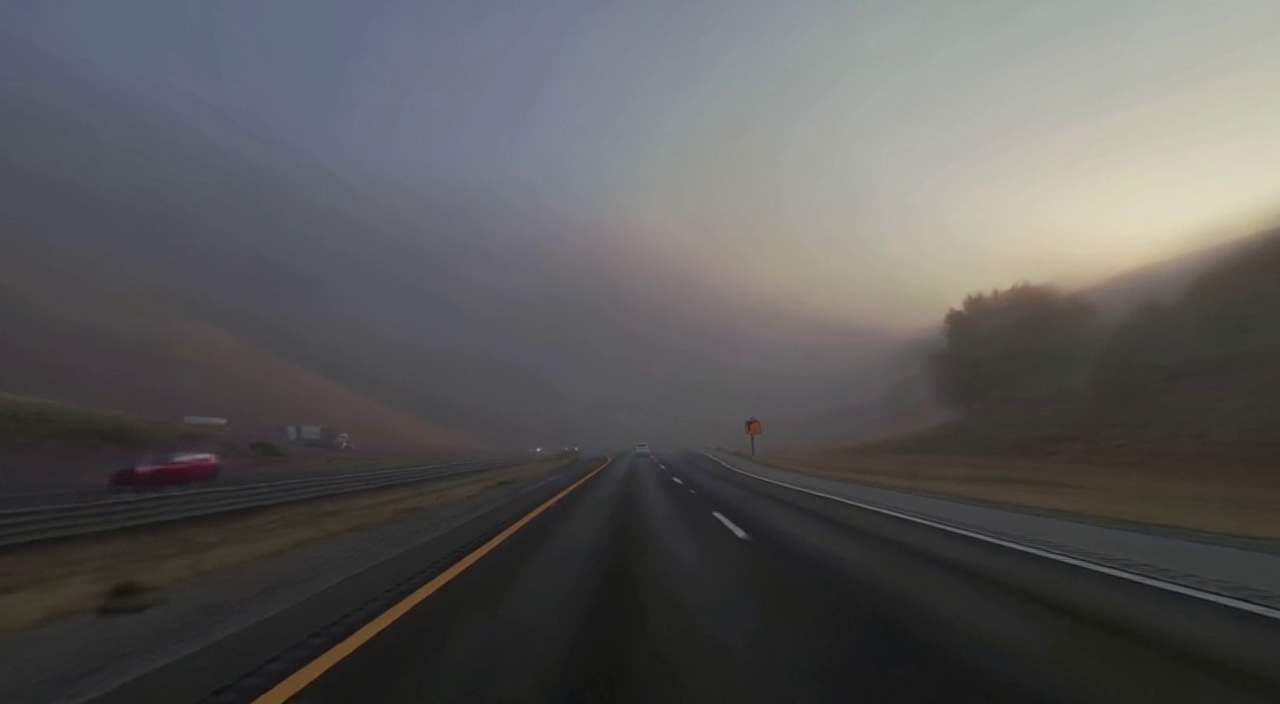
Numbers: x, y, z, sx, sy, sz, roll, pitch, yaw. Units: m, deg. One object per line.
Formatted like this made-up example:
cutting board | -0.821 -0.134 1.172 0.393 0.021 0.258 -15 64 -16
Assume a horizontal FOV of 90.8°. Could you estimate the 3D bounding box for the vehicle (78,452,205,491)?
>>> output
vehicle | -21.830 5.197 27.953 1.882 1.515 4.528 0 -8 0
